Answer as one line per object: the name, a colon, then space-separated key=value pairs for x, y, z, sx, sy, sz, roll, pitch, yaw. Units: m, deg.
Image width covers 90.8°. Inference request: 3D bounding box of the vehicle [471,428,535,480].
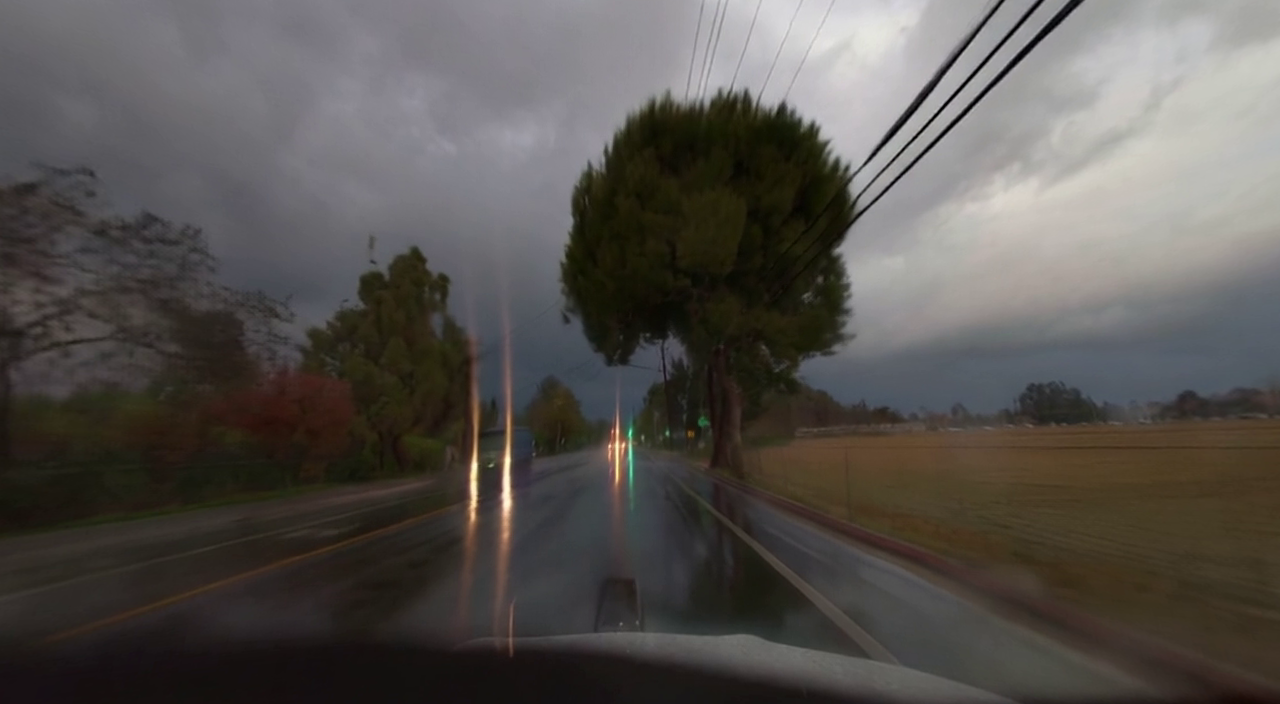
vehicle: x=-7.996 y=5.925 z=37.470 sx=2.351 sy=2.696 sz=6.106 roll=-2 pitch=-7 yaw=1
